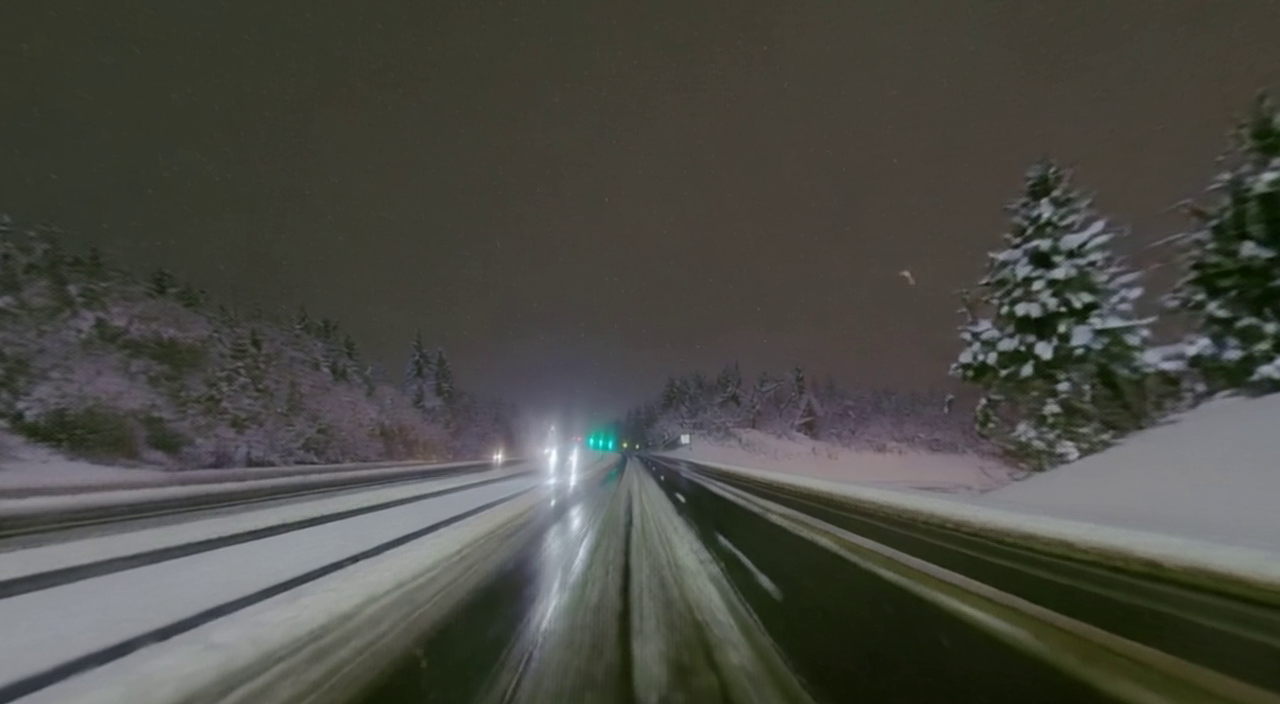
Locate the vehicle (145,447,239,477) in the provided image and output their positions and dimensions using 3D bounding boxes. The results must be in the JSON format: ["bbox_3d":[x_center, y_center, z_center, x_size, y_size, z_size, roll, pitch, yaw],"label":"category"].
[{"bbox_3d":[-26.657,6.550,37.826,2.074,1.672,4.834,0,-9,0],"label":"vehicle"}]

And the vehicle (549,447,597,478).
[{"bbox_3d":[-3.504,5.838,33.604,1.722,1.523,3.736,-1,-9,7],"label":"vehicle"}]
